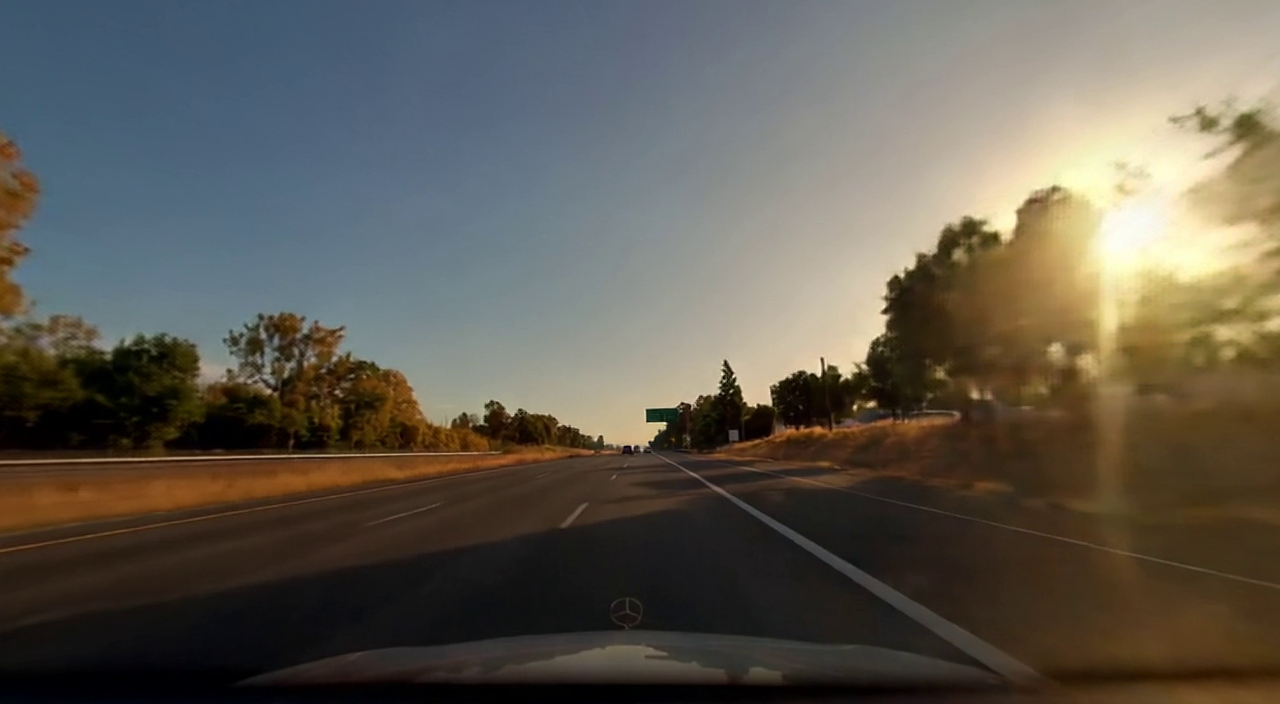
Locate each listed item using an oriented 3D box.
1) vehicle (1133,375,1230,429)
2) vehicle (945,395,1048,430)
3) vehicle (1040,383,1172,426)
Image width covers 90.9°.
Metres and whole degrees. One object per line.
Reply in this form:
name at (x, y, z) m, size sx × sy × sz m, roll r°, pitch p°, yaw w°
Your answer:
vehicle at (36.988, 3.559, 42.949) m, size 8.349 × 3.334 × 2.693 m, roll 5°, pitch -10°, yaw -35°
vehicle at (18.177, 3.162, 32.324) m, size 4.366 × 1.571 × 1.844 m, roll -5°, pitch -9°, yaw 28°
vehicle at (18.217, 2.130, 24.921) m, size 3.884 × 1.482 × 1.843 m, roll -5°, pitch -10°, yaw 28°
